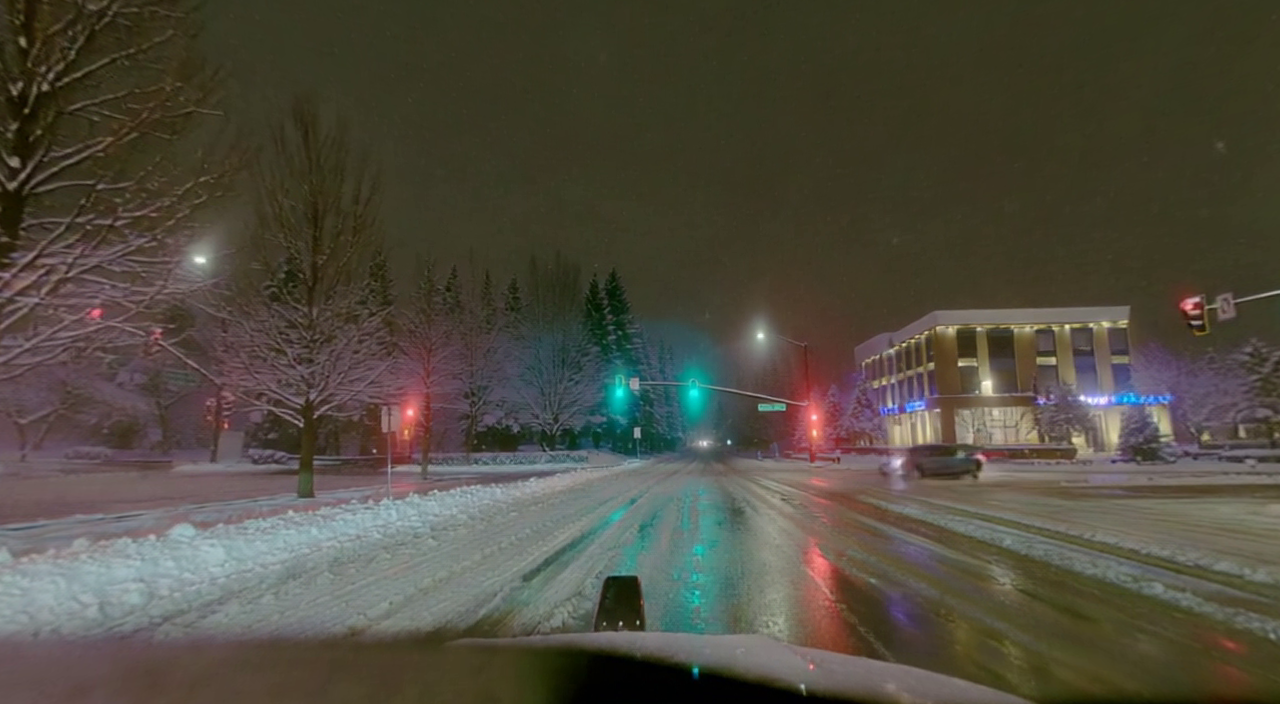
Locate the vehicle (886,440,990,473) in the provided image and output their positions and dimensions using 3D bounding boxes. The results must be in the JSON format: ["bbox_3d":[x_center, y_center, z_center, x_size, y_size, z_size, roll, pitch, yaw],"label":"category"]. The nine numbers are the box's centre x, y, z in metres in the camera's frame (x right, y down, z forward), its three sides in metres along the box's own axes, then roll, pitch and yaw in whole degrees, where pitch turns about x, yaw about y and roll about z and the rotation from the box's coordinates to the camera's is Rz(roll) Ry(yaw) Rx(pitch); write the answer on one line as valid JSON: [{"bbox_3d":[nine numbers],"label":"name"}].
[{"bbox_3d":[16.297,5.710,34.719,4.639,1.699,2.030,0,-9,-3],"label":"vehicle"}]
